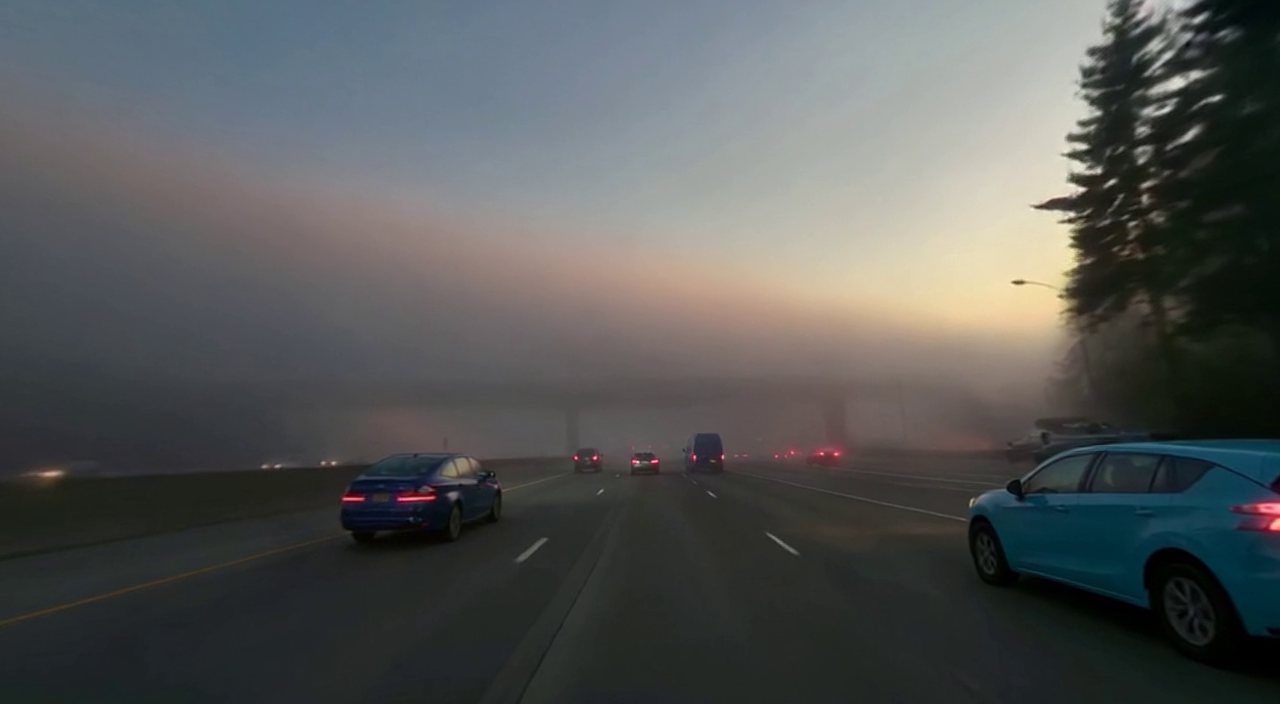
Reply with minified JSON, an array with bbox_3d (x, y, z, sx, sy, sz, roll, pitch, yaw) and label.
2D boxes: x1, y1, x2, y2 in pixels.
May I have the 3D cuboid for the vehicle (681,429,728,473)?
[{"bbox_3d":[4.243,6.666,42.659,2.436,2.745,6.607,0,-8,0],"label":"vehicle"}]

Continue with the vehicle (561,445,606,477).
[{"bbox_3d":[-3.249,6.374,37.146,2.078,1.706,4.298,-1,-8,2],"label":"vehicle"}]

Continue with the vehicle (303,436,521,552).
[{"bbox_3d":[-3.521,2.254,10.709,2.137,1.562,3.926,-1,-8,2],"label":"vehicle"}]

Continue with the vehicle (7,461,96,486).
[{"bbox_3d":[-40.699,8.417,43.802,1.705,1.481,4.599,0,-8,1],"label":"vehicle"}]

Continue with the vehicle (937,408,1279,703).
[{"bbox_3d":[4.179,1.237,4.311,2.085,1.558,4.466,0,-8,0],"label":"vehicle"}]

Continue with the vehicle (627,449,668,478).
[{"bbox_3d":[0.399,6.152,35.021,2.174,1.467,4.005,0,-8,0],"label":"vehicle"}]
